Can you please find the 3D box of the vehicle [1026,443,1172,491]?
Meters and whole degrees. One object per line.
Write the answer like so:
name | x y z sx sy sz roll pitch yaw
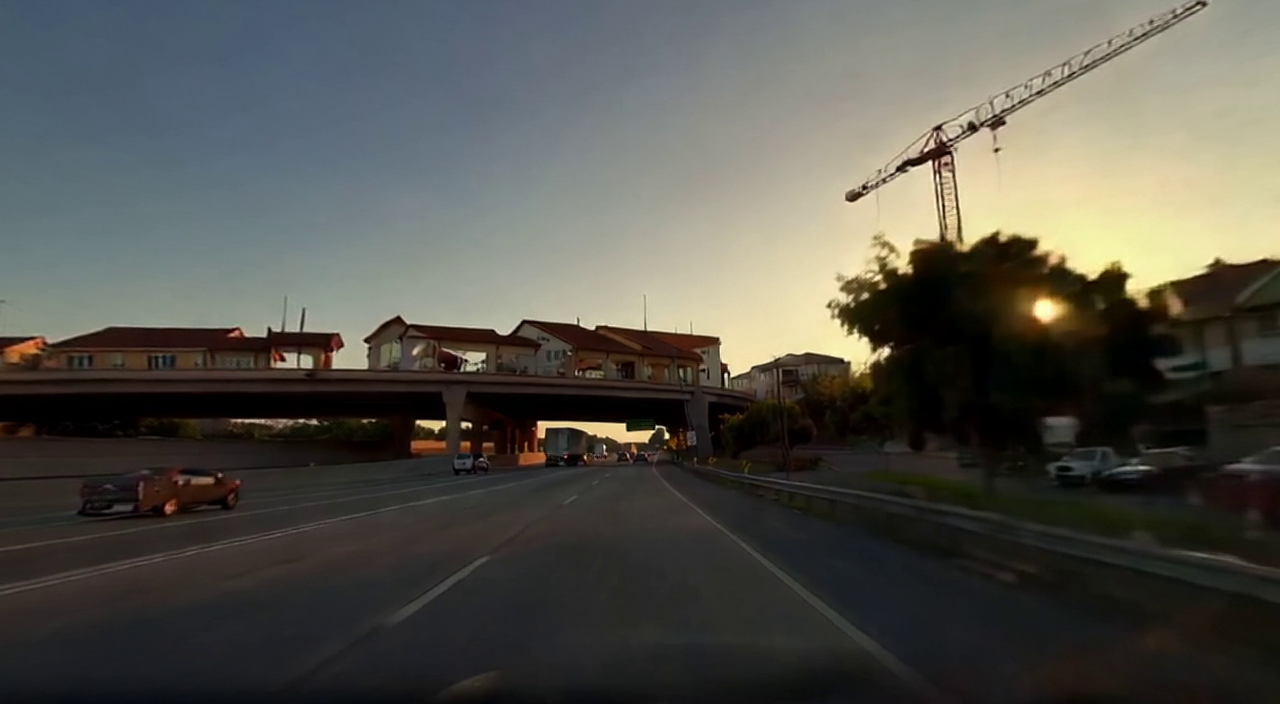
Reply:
vehicle | 21.621 5.410 29.974 4.877 1.907 2.479 -3 -8 0

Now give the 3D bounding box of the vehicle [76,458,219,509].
vehicle | -19.269 5.131 25.051 1.932 1.752 4.541 0 -9 1

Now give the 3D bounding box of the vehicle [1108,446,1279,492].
vehicle | 22.439 4.732 25.700 5.123 1.786 2.064 0 -9 -1
